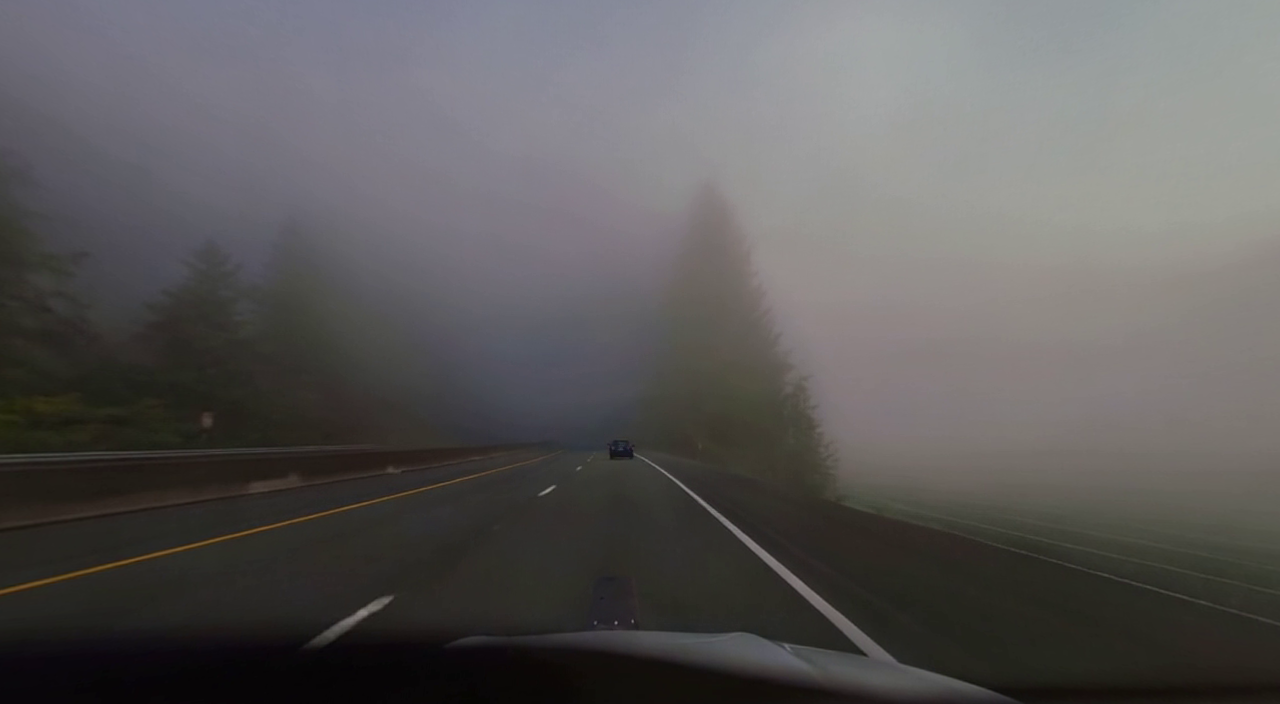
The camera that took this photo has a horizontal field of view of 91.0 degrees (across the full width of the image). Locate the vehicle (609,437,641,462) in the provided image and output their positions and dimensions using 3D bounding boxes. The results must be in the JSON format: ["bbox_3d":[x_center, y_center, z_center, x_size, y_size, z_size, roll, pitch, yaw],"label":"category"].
[{"bbox_3d":[-1.027,6.342,41.186,2.004,1.515,3.968,0,-8,-3],"label":"vehicle"}]
